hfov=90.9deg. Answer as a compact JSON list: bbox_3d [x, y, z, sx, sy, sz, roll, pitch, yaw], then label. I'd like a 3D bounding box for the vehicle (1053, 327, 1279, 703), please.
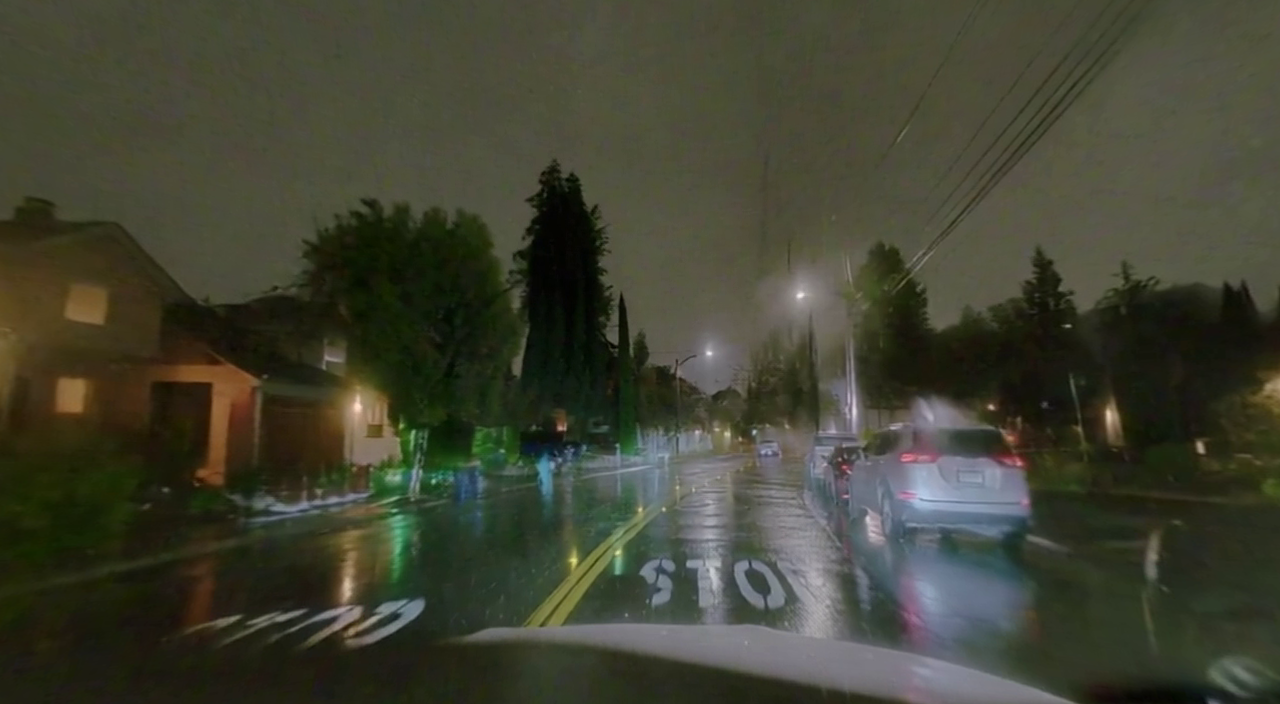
[{"bbox_3d":[3.301,0.561,0.729,2.692,1.649,4.689,-1,-9,4],"label":"vehicle"}]

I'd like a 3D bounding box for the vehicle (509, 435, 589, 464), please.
[{"bbox_3d":[-5.968,6.428,41.443,4.870,1.813,1.910,-3,-9,15],"label":"vehicle"}]

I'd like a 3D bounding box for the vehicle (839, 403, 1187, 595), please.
[{"bbox_3d":[4.190,1.708,8.292,2.303,1.733,4.687,-2,-9,9],"label":"vehicle"}]
